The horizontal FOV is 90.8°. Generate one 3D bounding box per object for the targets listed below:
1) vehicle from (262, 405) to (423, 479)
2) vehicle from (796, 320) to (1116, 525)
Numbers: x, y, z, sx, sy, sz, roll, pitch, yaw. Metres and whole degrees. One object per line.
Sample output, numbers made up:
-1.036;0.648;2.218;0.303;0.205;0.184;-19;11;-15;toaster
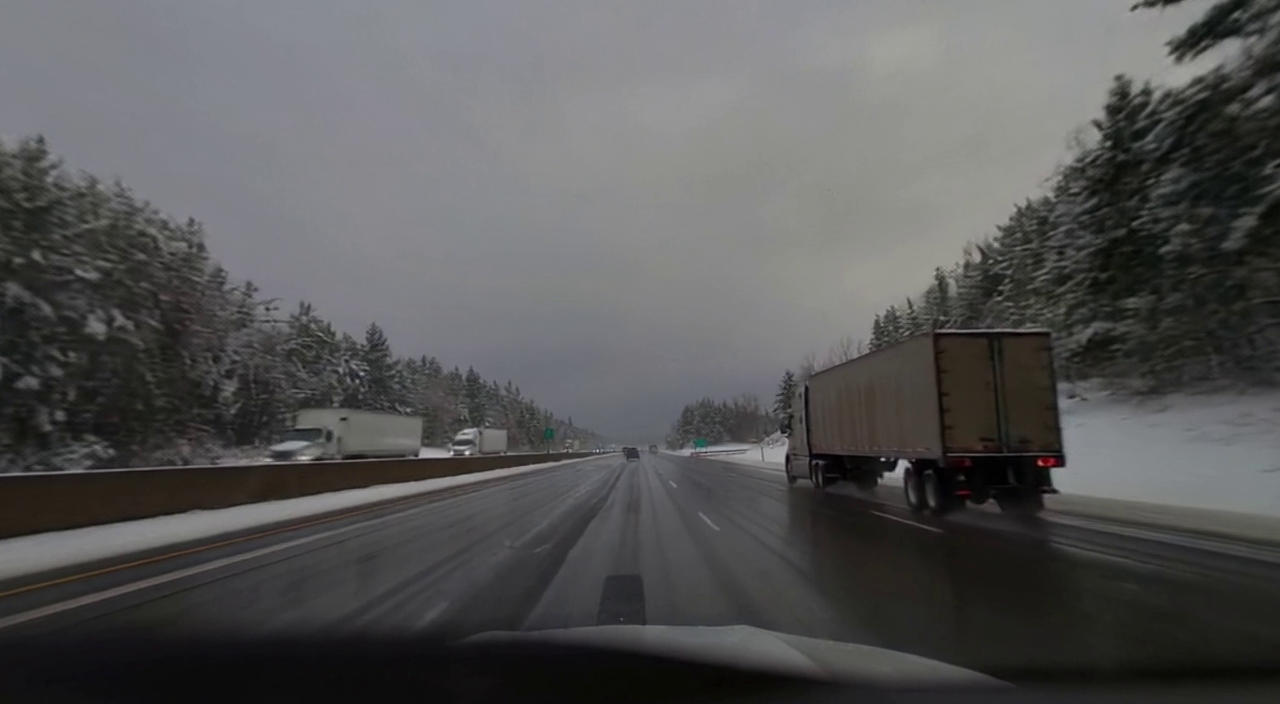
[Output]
-19.354;6.219;43.315;2.946;4.056;16.865;0;-9;0;vehicle
6.935;2.013;16.566;2.821;3.681;10.415;0;-9;-1;vehicle
